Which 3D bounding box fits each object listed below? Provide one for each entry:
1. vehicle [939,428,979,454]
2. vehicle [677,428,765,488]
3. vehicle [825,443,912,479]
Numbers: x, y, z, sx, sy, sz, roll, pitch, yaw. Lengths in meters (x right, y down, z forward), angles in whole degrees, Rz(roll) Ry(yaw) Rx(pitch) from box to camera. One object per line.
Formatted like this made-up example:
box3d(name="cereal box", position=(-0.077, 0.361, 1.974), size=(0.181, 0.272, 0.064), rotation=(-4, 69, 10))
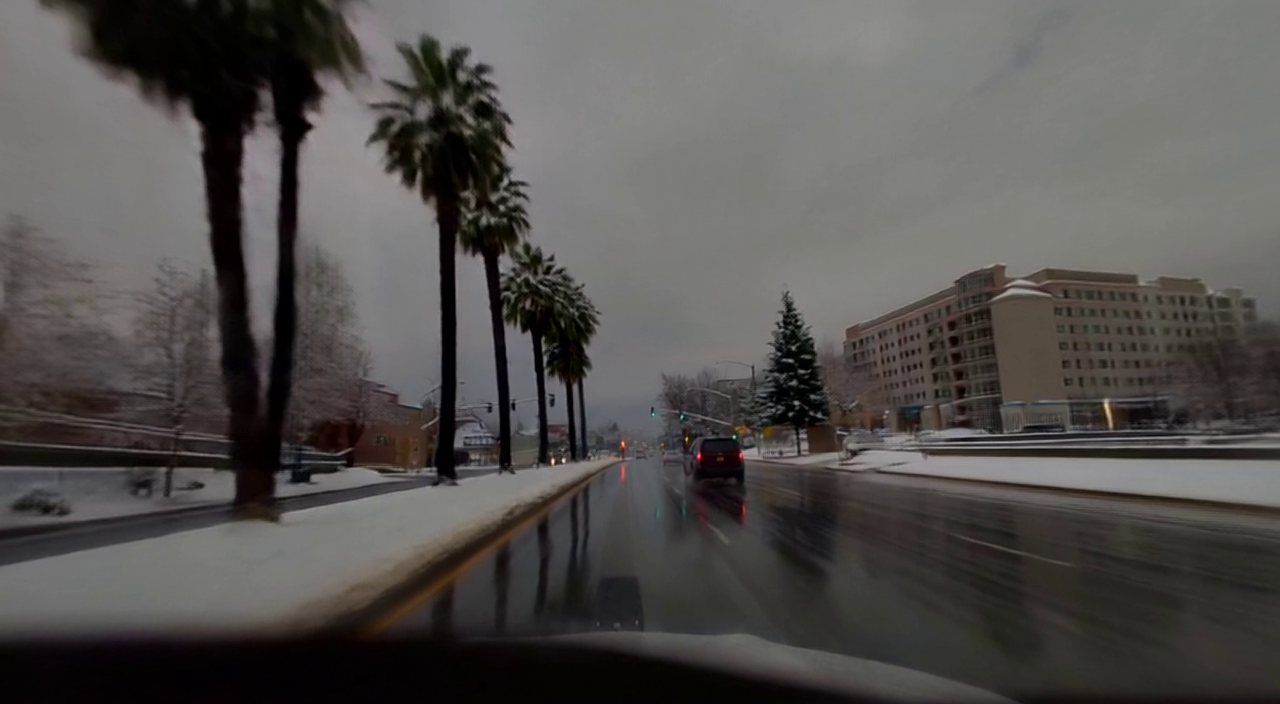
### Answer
box3d(name="vehicle", position=(23.416, 6.599, 46.306), size=(1.974, 1.755, 4.836), rotation=(-6, -11, 32))
box3d(name="vehicle", position=(2.912, 4.027, 24.232), size=(2.559, 2.017, 5.562), rotation=(0, -9, 0))
box3d(name="vehicle", position=(10.130, 4.859, 28.503), size=(1.989, 1.472, 5.054), rotation=(0, -9, 0))
